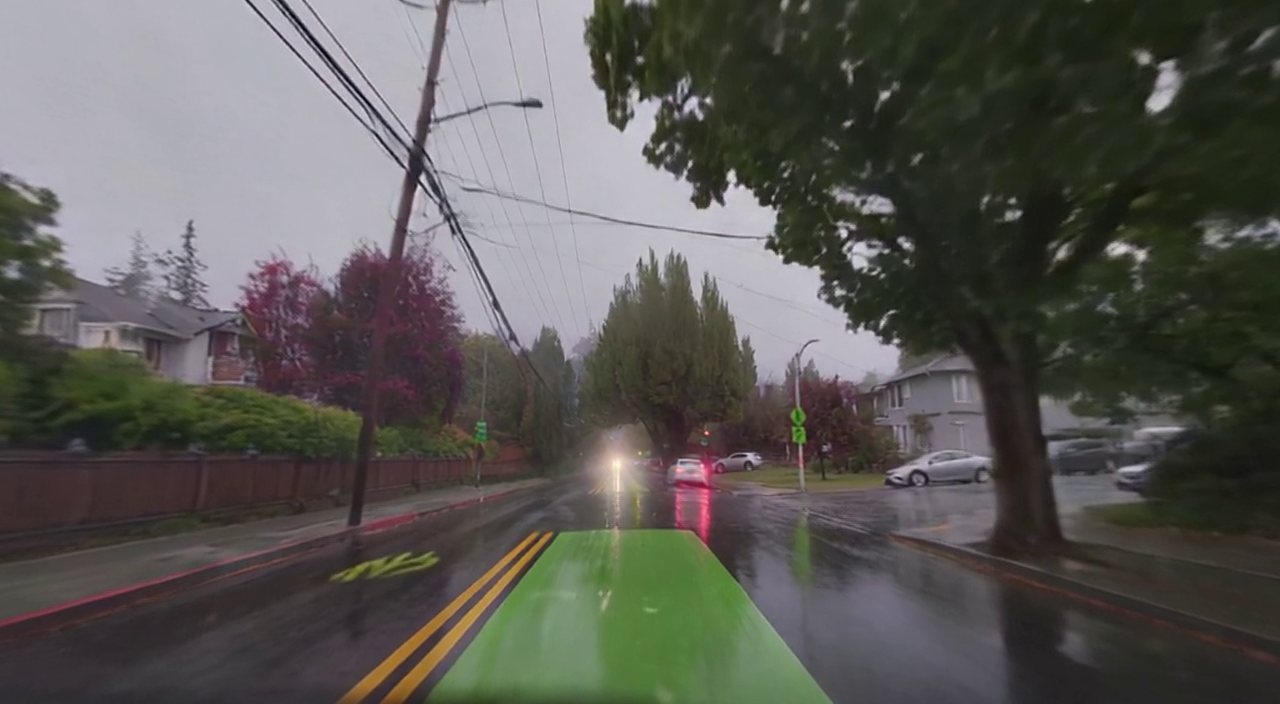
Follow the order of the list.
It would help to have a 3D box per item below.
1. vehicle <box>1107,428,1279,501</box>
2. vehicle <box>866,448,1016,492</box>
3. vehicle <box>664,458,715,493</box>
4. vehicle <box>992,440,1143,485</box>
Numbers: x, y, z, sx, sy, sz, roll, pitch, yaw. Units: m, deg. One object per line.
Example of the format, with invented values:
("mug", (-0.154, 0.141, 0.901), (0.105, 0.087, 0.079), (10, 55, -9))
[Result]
("vehicle", (14.119, 2.682, 15.288), (4.277, 1.588, 1.830), (0, -9, -6))
("vehicle", (11.636, 4.628, 24.671), (4.809, 1.494, 1.940), (-1, -13, -3))
("vehicle", (2.470, 6.369, 32.919), (1.989, 1.545, 5.423), (0, -8, -2))
("vehicle", (16.922, 4.374, 25.159), (4.578, 1.675, 2.010), (0, -9, -5))
